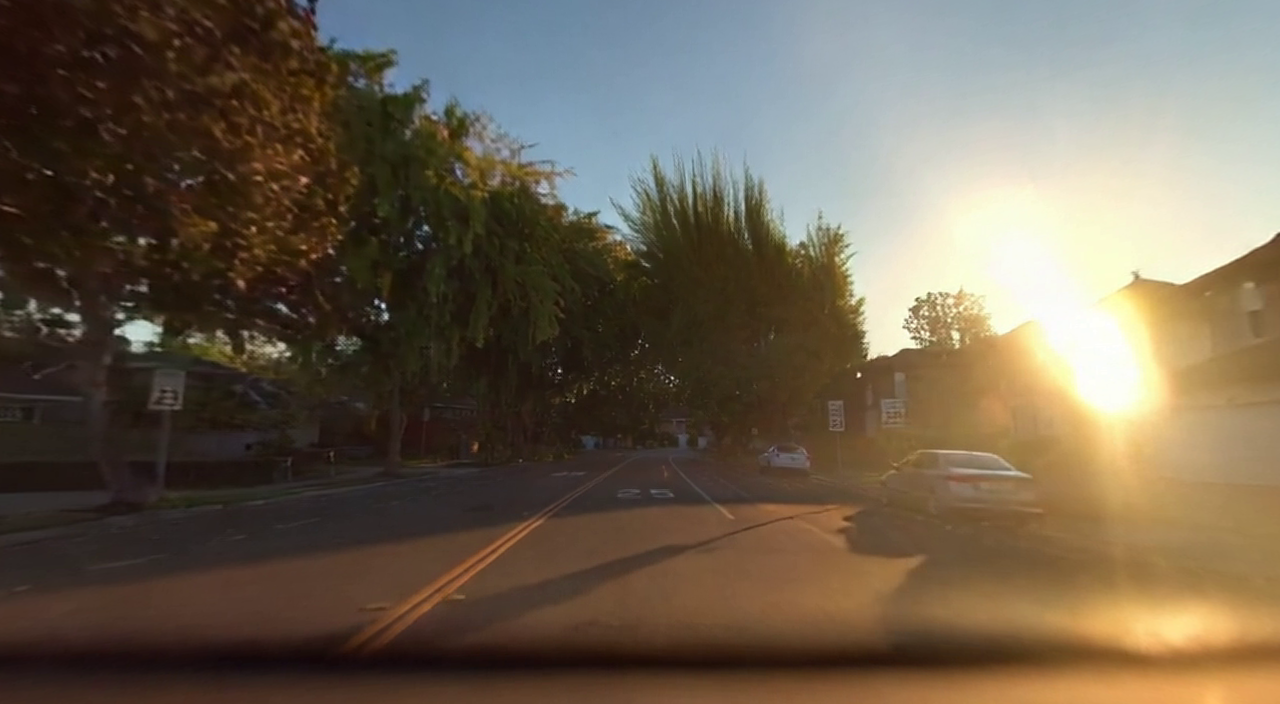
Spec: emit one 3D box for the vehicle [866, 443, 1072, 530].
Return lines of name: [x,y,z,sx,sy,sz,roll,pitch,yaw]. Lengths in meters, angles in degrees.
vehicle: [6.483,2.648,13.134,1.913,1.479,4.209,0,-8,-2]

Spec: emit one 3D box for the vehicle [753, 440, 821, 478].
vehicle: [6.507,4.762,28.417,1.893,1.543,4.434,0,-8,-1]
